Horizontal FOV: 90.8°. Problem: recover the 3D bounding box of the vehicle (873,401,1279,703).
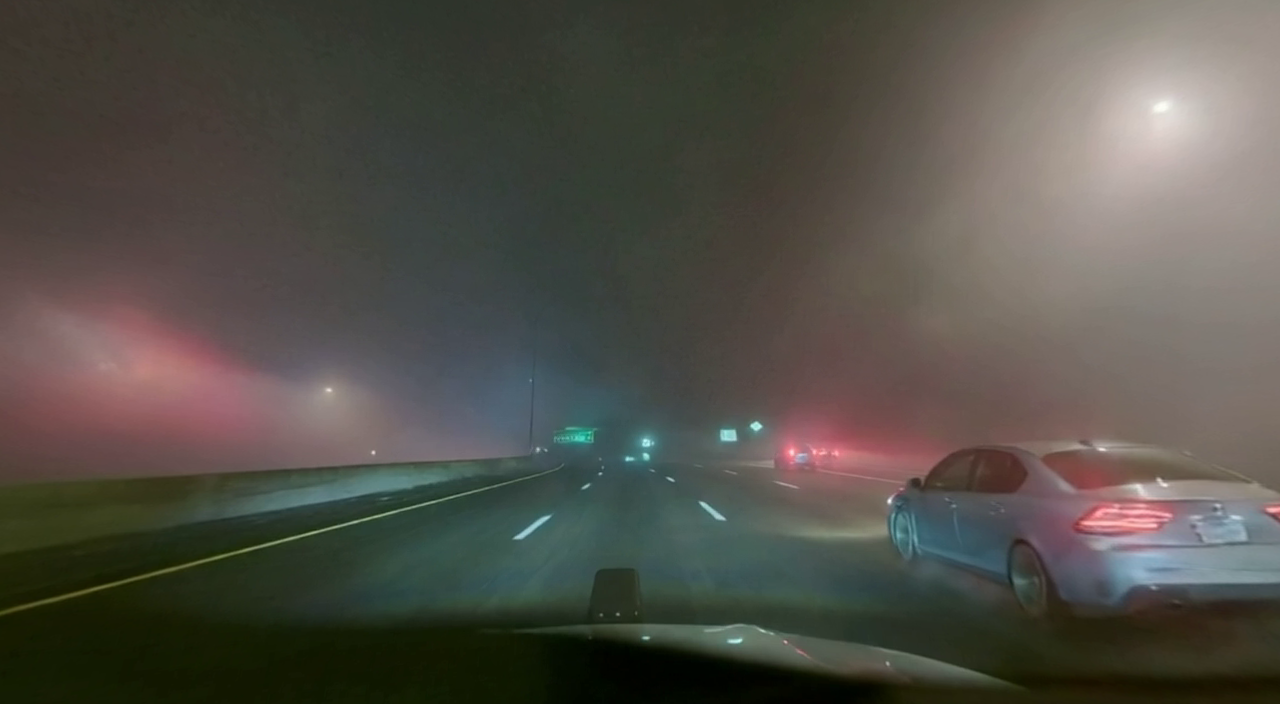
[{"bbox_3d":[3.919,1.287,5.010,2.217,1.477,4.817,0,-8,-1],"label":"vehicle"}]
